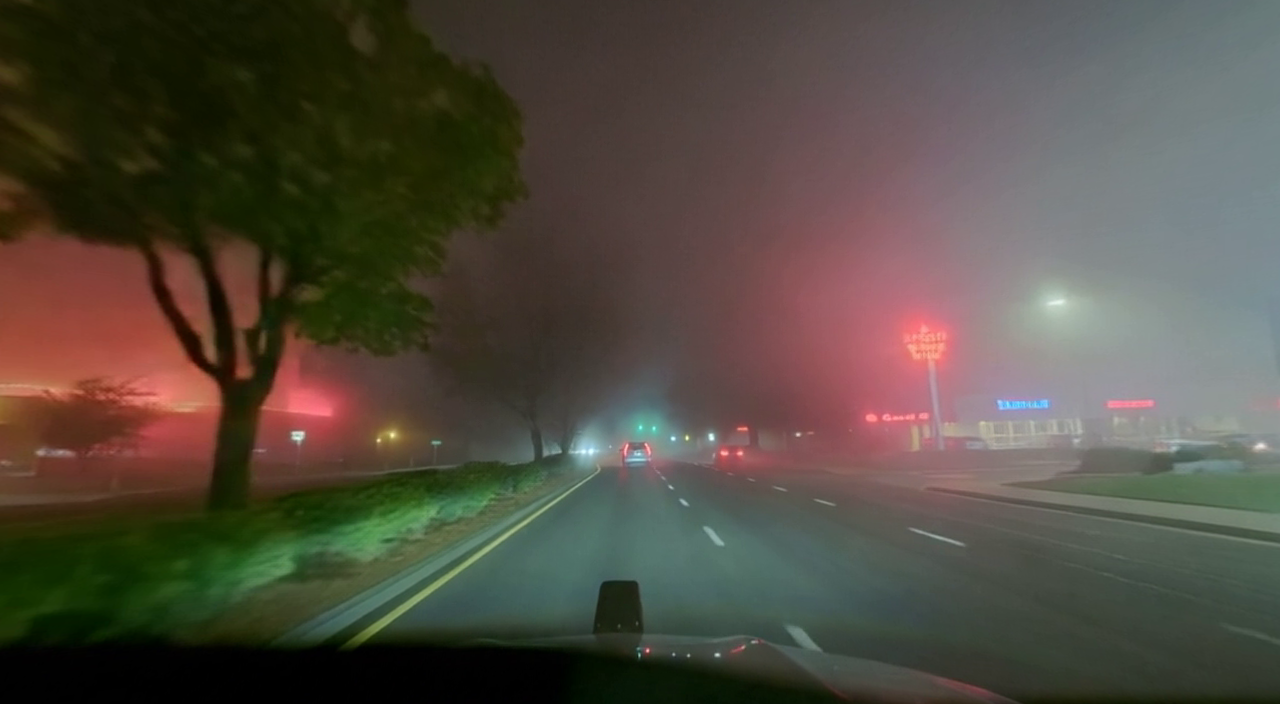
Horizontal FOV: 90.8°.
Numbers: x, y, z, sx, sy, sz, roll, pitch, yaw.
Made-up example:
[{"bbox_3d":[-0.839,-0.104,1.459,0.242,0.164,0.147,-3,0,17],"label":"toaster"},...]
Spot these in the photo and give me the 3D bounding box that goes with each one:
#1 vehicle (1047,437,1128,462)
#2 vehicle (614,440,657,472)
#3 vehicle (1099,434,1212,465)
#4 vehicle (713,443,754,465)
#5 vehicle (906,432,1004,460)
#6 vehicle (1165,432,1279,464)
[{"bbox_3d":[26.894,5.869,38.147,1.761,1.409,4.353,0,-9,1],"label":"vehicle"},{"bbox_3d":[-0.304,5.352,32.746,2.072,1.545,4.578,0,-8,-2],"label":"vehicle"},{"bbox_3d":[26.754,5.088,33.056,1.840,1.446,4.820,-1,-8,0],"label":"vehicle"},{"bbox_3d":[6.745,7.437,46.163,2.075,1.475,4.571,0,-8,-3],"label":"vehicle"},{"bbox_3d":[23.212,6.984,46.785,5.909,1.970,2.365,0,-8,1],"label":"vehicle"},{"bbox_3d":[29.529,4.900,32.146,1.805,1.481,4.351,-1,-9,-1],"label":"vehicle"}]
